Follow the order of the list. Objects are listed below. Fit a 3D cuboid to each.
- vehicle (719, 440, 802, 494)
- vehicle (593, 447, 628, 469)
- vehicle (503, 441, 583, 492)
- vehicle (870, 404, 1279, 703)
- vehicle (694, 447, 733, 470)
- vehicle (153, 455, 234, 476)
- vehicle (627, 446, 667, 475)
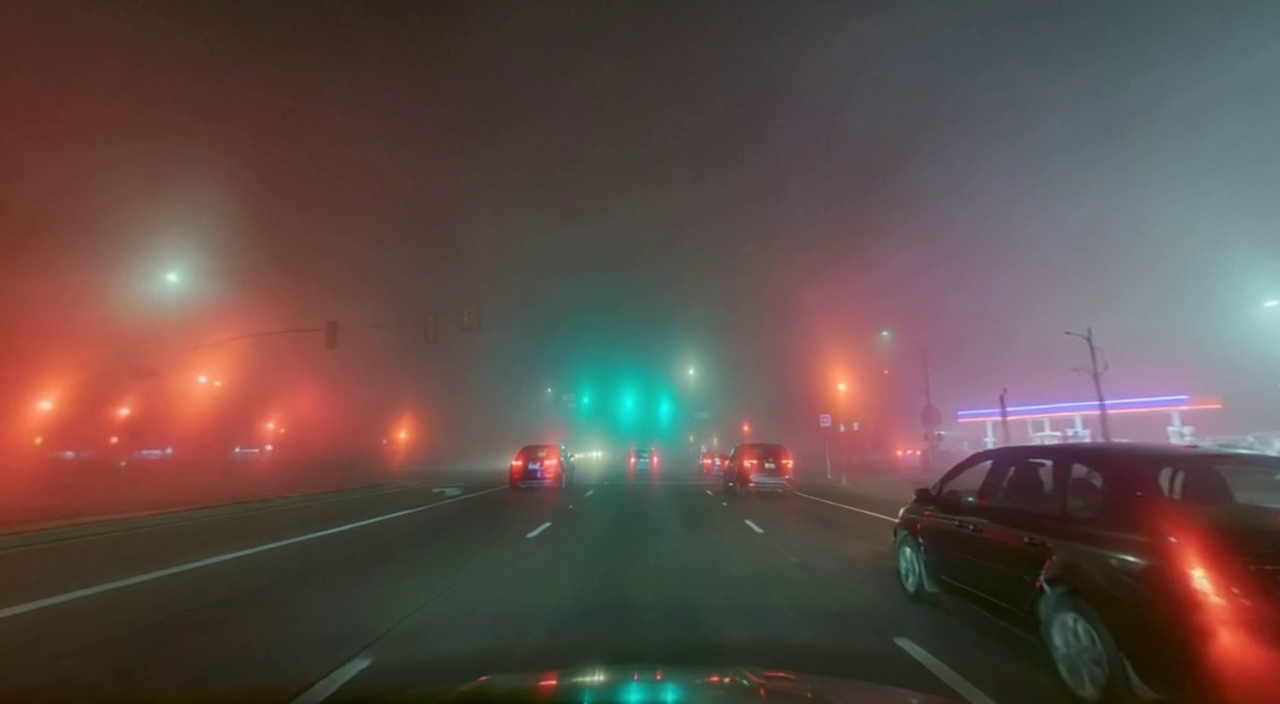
[{"bbox_3d":[4.047,3.921,21.927,2.022,1.683,4.171,0,-8,0],"label":"vehicle"},{"bbox_3d":[-2.090,7.658,45.692,2.192,1.463,4.211,0,-8,2],"label":"vehicle"},{"bbox_3d":[-3.306,3.991,22.363,2.023,1.607,4.086,-1,-8,2],"label":"vehicle"},{"bbox_3d":[3.574,1.266,4.557,2.038,1.499,4.868,0,-8,1],"label":"vehicle"},{"bbox_3d":[4.939,7.201,42.856,2.174,1.462,4.400,0,-8,1],"label":"vehicle"},{"bbox_3d":[-33.813,8.609,47.812,4.652,1.453,1.945,0,-8,1],"label":"vehicle"},{"bbox_3d":[0.373,6.028,35.420,2.104,1.477,4.591,0,-8,1],"label":"vehicle"}]
